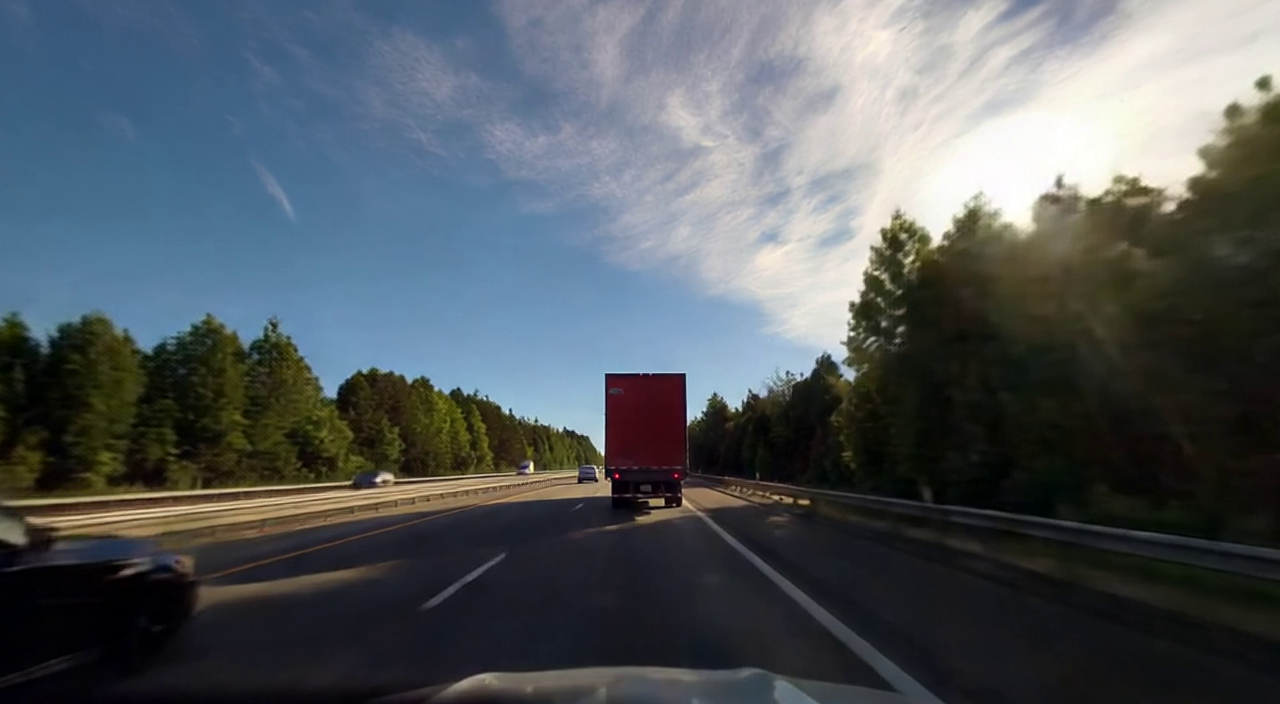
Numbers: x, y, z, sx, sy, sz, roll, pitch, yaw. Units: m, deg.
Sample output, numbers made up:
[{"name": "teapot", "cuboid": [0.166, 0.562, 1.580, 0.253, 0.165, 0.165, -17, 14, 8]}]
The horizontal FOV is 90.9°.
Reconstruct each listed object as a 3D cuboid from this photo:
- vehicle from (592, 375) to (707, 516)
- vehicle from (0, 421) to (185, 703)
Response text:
[{"name": "vehicle", "cuboid": [0.127, 3.300, 21.367, 3.008, 3.678, 9.512, 1, -10, -2]}, {"name": "vehicle", "cuboid": [-4.177, 0.861, 1.828, 2.079, 1.506, 4.821, 1, -10, 0]}]
